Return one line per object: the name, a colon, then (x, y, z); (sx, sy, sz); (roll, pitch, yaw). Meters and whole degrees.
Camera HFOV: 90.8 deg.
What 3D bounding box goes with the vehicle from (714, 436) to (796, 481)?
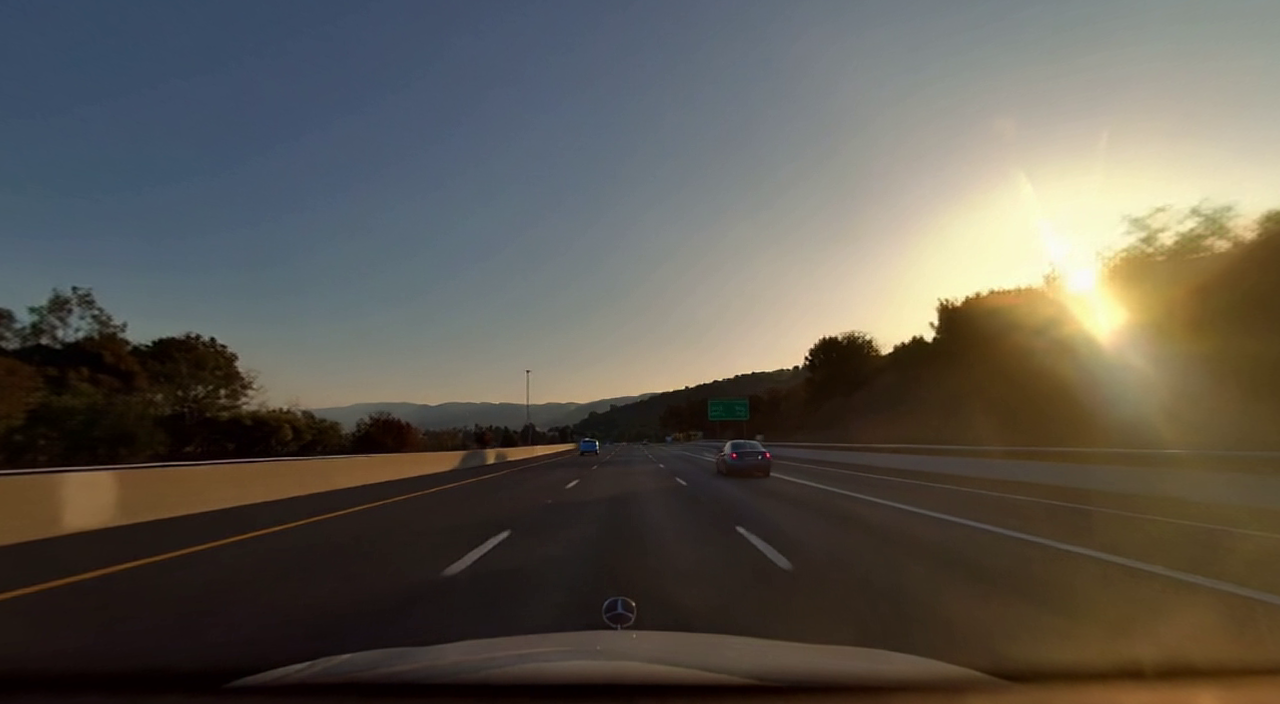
vehicle: (4.076, 3.867, 23.157); (2.060, 1.485, 4.274); (0, -9, -2)
